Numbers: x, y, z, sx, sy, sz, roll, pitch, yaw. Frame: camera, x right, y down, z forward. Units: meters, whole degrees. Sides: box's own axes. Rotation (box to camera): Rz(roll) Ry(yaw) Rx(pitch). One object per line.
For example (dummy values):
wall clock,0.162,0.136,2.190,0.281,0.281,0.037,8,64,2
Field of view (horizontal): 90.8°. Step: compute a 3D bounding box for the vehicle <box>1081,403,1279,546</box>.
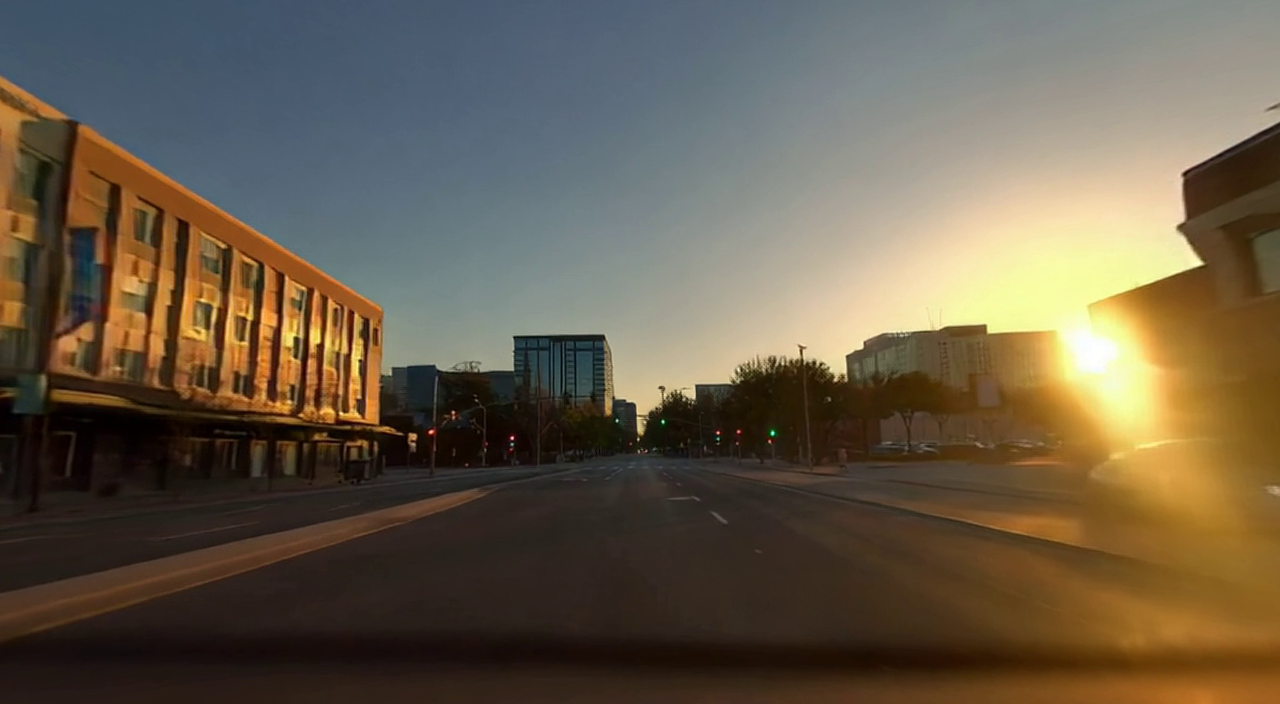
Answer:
vehicle,10.021,1.984,10.495,2.101,1.957,4.718,-1,-9,3
